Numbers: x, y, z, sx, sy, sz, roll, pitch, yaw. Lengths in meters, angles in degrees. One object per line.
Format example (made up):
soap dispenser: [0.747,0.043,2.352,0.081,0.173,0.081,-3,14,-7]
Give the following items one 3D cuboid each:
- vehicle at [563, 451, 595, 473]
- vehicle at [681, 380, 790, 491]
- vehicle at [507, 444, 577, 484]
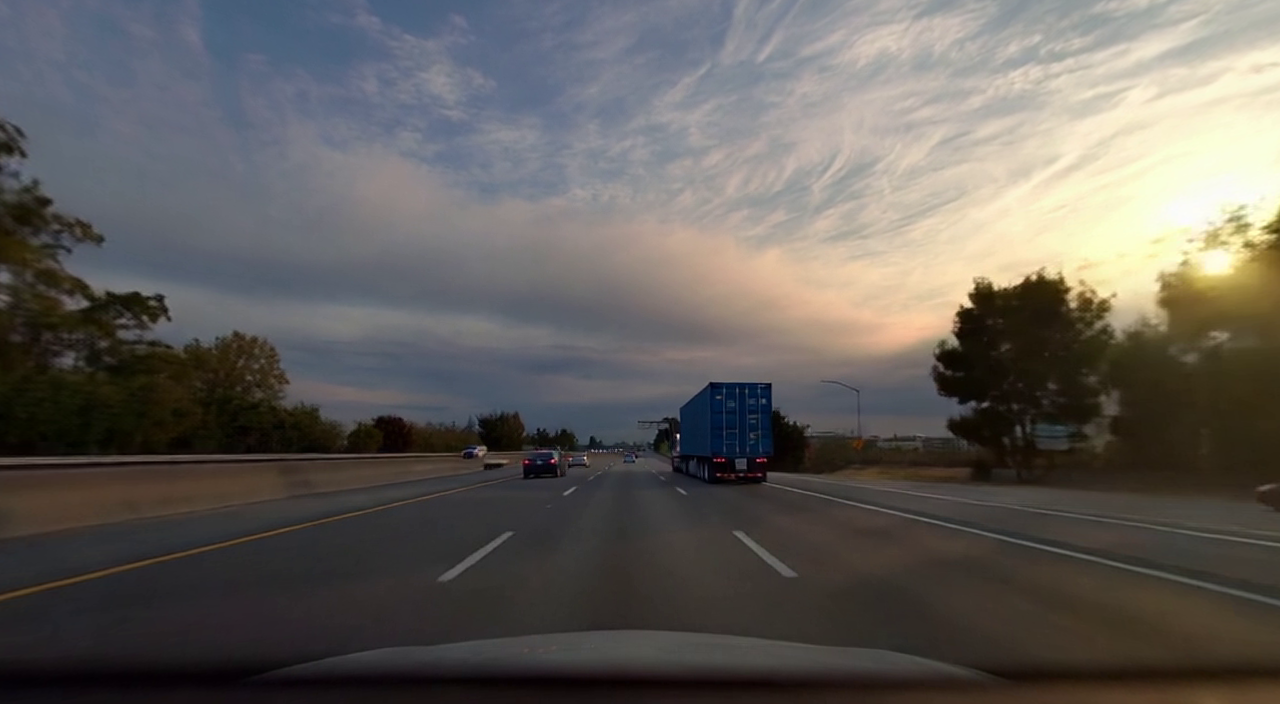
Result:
vehicle: [-4.520,8.175,47.071,2.063,1.532,3.763,0,-9,-1]
vehicle: [3.922,4.063,29.702,2.821,4.046,12.876,0,-9,-1]
vehicle: [-4.364,5.096,29.019,2.370,1.647,5.091,0,-9,0]
